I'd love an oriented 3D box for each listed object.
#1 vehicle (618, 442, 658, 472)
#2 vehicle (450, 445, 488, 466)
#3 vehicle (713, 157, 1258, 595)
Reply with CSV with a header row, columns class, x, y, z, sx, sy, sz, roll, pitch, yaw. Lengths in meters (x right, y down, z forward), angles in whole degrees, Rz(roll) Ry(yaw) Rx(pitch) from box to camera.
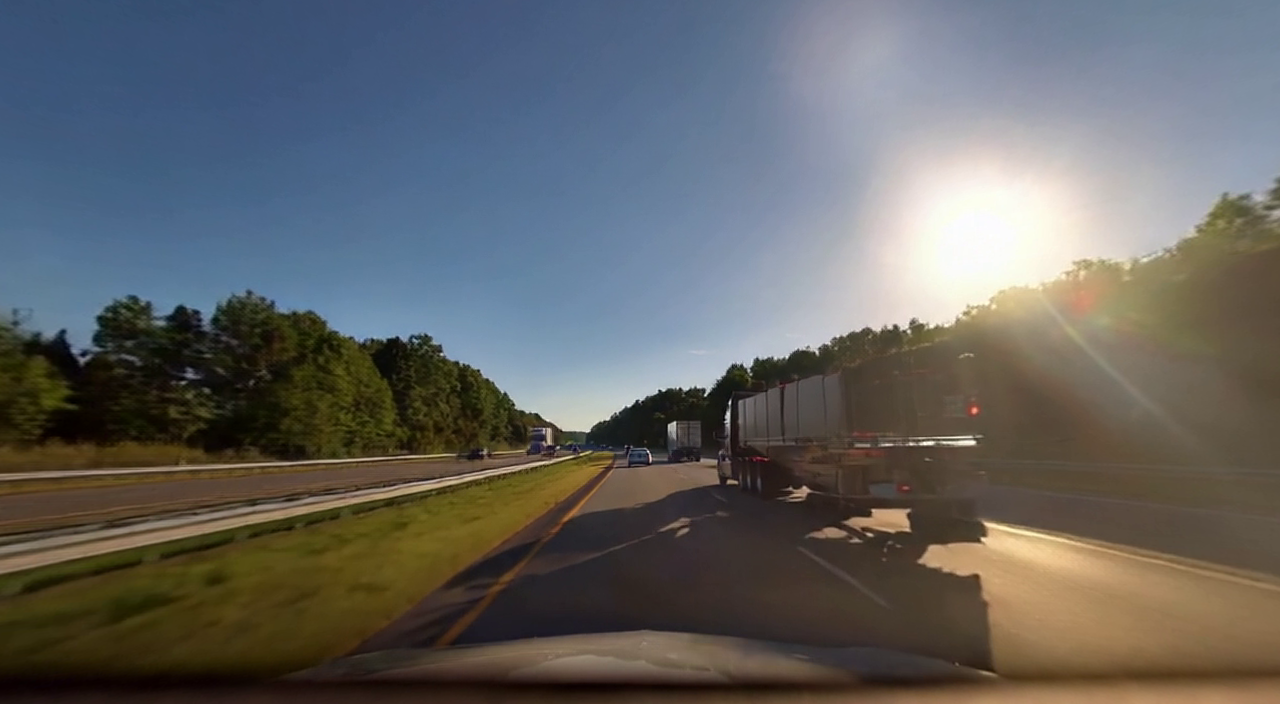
class,x,y,z,sx,sy,sz,roll,pitch,yaw
vehicle,-0.133,5.778,34.803,2.051,1.513,4.511,0,-9,0
vehicle,-13.460,8.154,49.838,1.827,1.507,4.508,0,-9,0
vehicle,3.896,1.222,13.015,2.883,4.057,14.579,0,-9,-1
